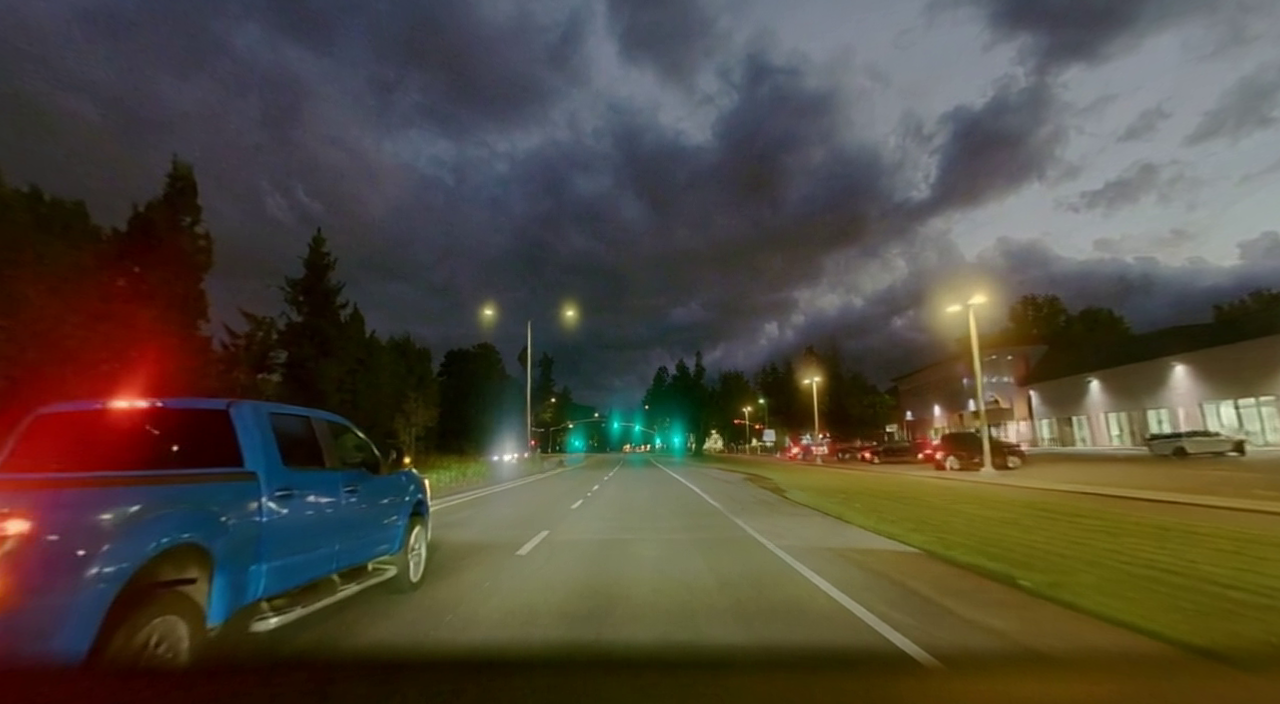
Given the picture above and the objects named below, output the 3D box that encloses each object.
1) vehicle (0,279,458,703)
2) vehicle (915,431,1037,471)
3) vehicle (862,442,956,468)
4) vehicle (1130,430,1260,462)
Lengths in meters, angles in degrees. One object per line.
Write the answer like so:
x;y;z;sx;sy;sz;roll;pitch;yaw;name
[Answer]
-2.973;0.978;3.876;2.065;1.790;5.417;0;-9;0;vehicle
15.310;4.563;28.863;4.332;1.744;2.115;1;-11;-4;vehicle
15.445;5.922;36.316;4.582;1.432;1.822;0;-8;2;vehicle
27.441;4.670;31.233;4.604;1.487;1.911;0;-9;0;vehicle
